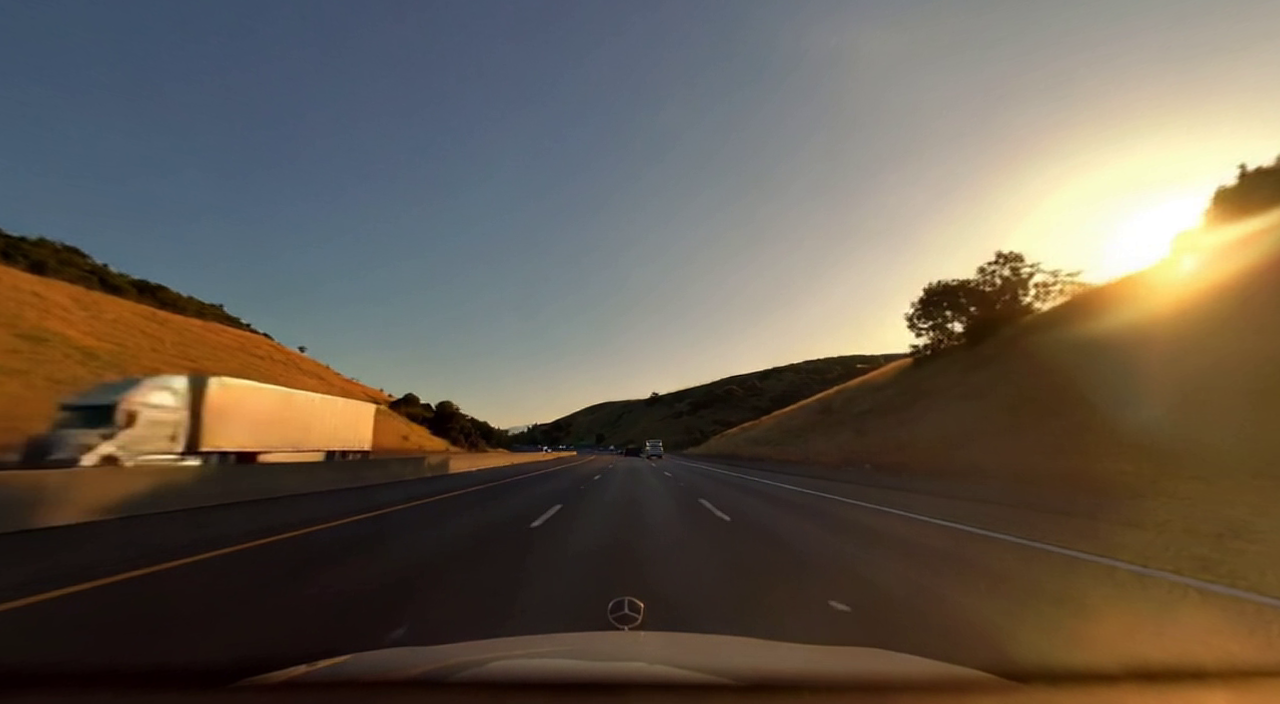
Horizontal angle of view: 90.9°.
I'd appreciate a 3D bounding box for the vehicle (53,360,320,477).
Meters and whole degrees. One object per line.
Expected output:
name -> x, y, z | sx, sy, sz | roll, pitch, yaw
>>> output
vehicle -> -19.373, 3.326, 28.798 | 2.897, 4.187, 12.412 | 0, -9, 0
